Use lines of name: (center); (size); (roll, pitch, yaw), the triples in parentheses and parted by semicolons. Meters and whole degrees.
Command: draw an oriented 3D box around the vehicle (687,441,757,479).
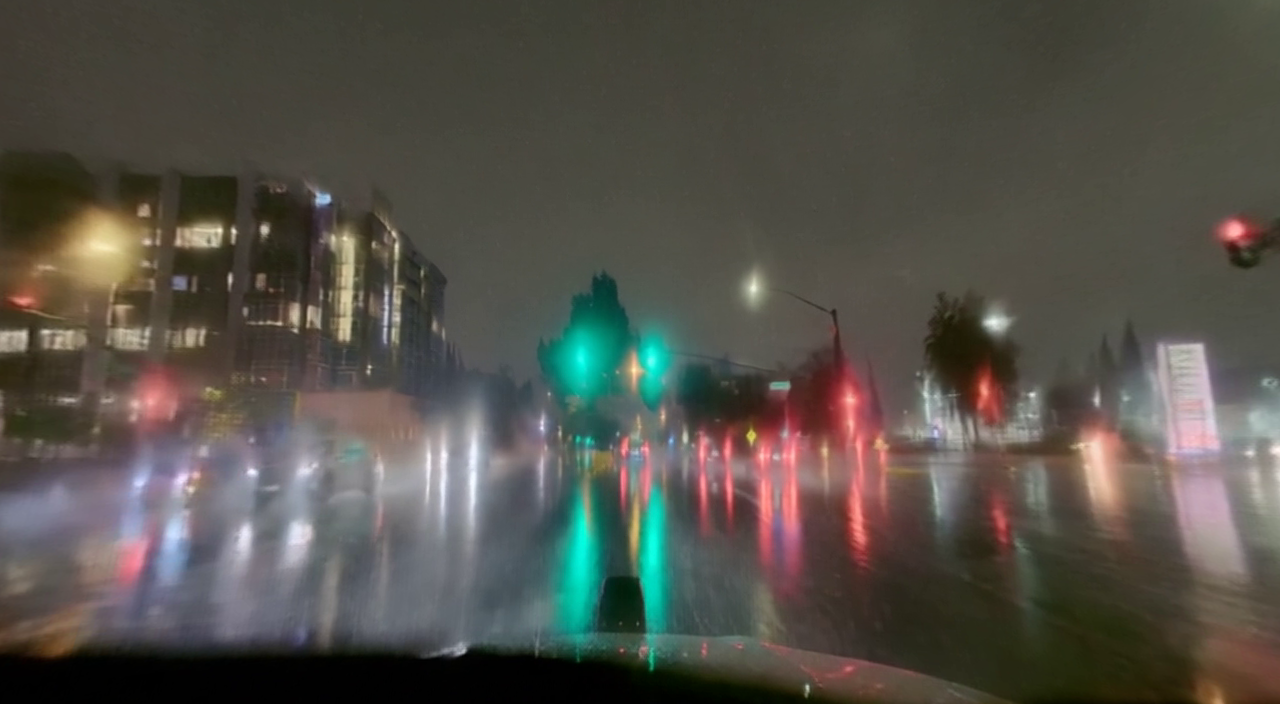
vehicle: (3.394, 4.586, 27.135); (2.226, 1.490, 4.593); (0, -8, -2)

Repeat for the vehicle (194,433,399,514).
vehicle: (-8.572, 3.053, 16.490); (2.590, 1.769, 4.827); (0, -8, 0)

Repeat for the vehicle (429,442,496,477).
vehicle: (-9.111, 5.529, 32.868); (2.160, 1.689, 4.451); (0, -8, 0)

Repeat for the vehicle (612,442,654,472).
vehicle: (-0.398, 5.669, 34.358); (2.143, 1.480, 4.006); (0, -8, -1)

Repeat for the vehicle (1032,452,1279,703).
vehicle: (3.251, 0.896, 1.283); (2.080, 1.321, 4.382); (0, -8, 0)

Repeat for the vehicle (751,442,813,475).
vehicle: (6.816, 5.152, 30.854); (1.861, 1.473, 4.393); (0, -8, -2)
